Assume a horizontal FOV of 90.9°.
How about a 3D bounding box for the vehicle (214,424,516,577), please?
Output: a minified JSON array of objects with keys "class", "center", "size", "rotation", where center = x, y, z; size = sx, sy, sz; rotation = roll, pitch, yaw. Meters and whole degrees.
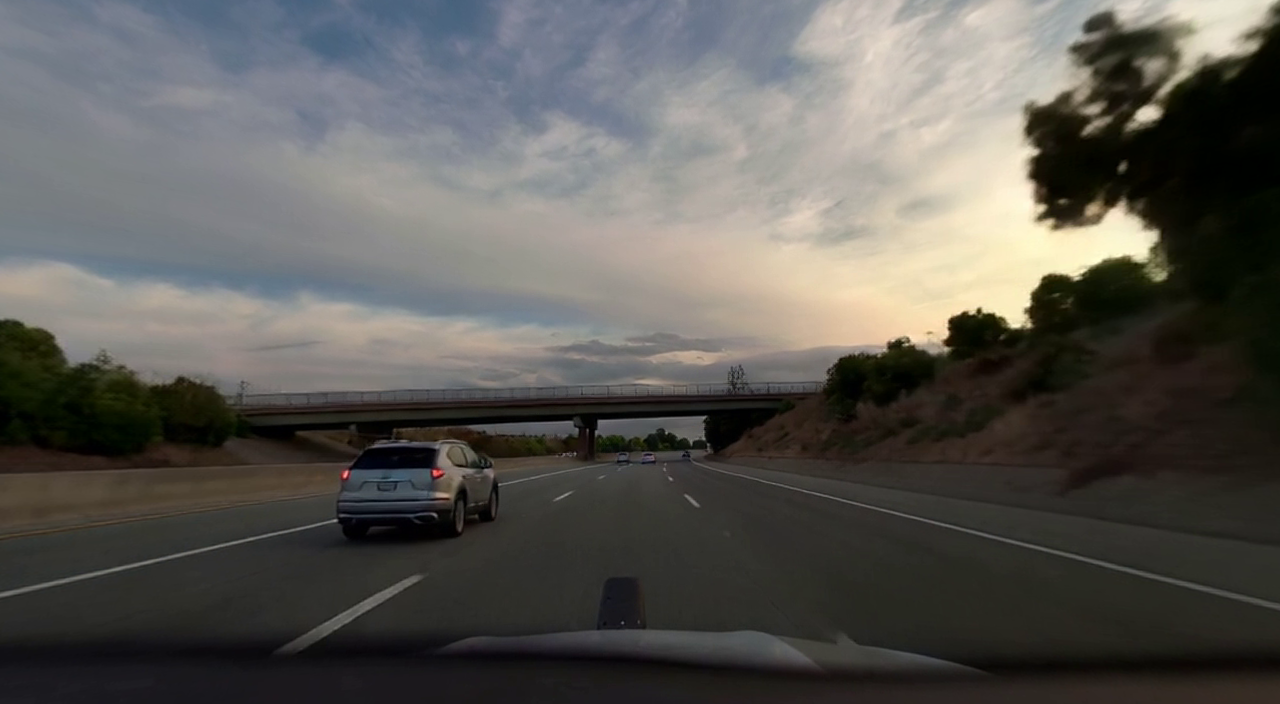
[{"class":"vehicle","center":[-3.466,1.989,9.313],"size":[2.274,1.628,4.807],"rotation":[0,-9,0]}]
